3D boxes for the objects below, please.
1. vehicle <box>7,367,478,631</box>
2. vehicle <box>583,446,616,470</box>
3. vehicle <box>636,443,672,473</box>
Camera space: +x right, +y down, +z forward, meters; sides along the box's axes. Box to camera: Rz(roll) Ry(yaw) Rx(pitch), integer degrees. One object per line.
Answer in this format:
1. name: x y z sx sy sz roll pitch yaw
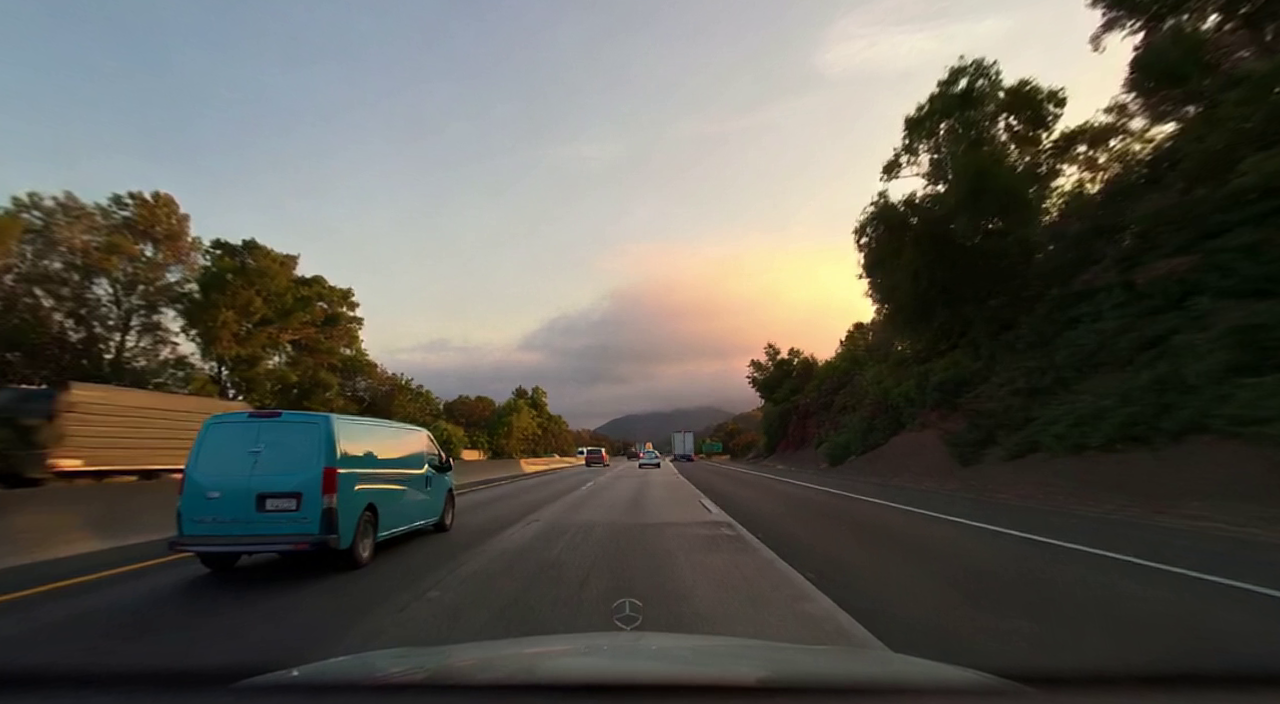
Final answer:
1. vehicle: -3.676 1.502 7.392 2.167 1.991 5.062 0 -9 0
2. vehicle: -2.979 7.984 47.637 2.112 1.707 4.530 -1 -9 1
3. vehicle: 0.897 6.794 40.605 2.209 1.825 4.036 -1 -9 1
